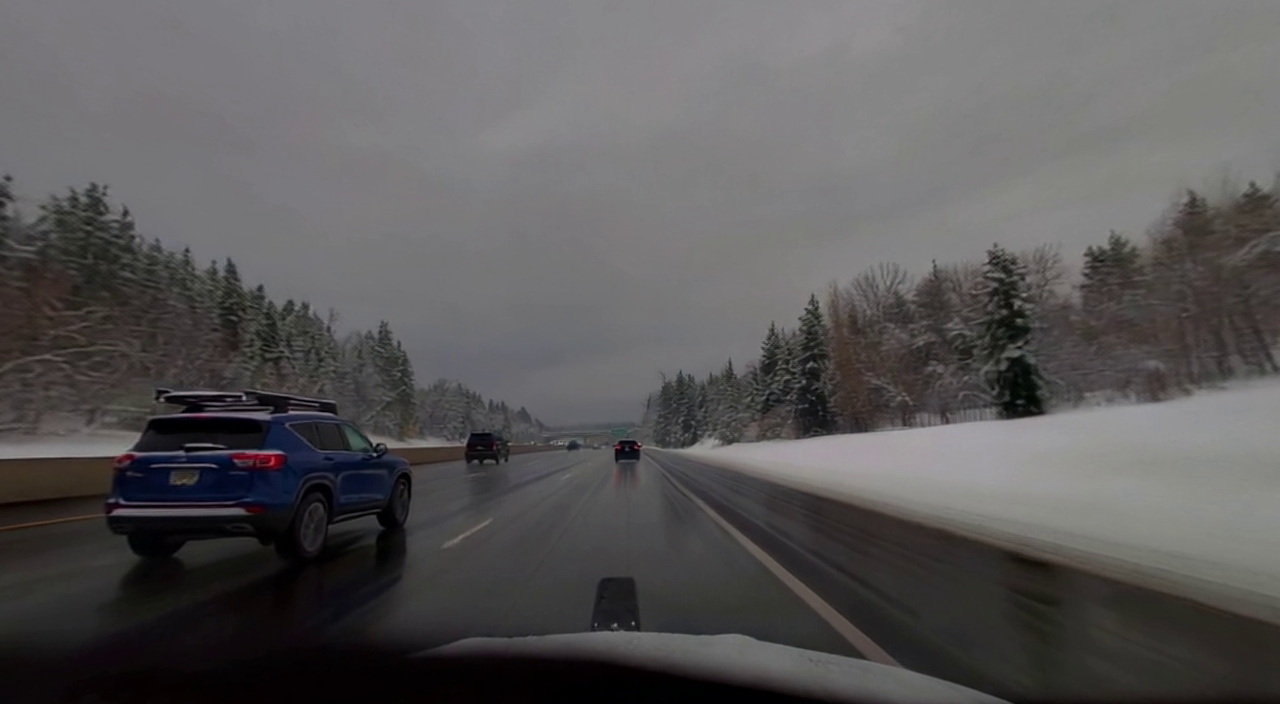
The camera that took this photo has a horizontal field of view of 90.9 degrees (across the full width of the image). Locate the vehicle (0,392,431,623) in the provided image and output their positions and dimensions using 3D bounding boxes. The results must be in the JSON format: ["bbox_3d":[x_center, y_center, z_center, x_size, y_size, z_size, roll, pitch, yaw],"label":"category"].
[{"bbox_3d":[-4.185,1.503,7.205,2.069,1.748,4.652,0,-8,-1],"label":"vehicle"}]

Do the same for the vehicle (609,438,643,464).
[{"bbox_3d":[-0.894,6.556,42.043,2.178,1.658,3.916,0,-8,-1],"label":"vehicle"}]

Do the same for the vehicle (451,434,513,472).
[{"bbox_3d":[-7.832,5.006,31.632,1.964,1.745,4.338,0,-8,1],"label":"vehicle"}]
